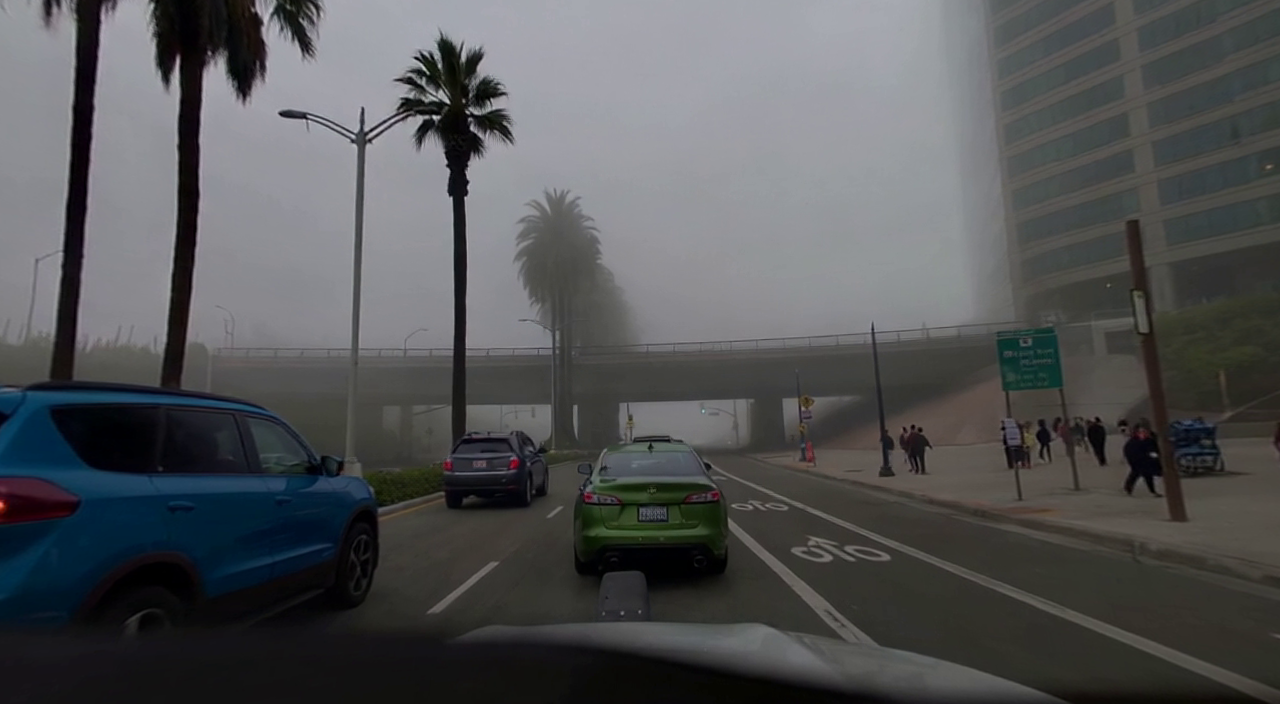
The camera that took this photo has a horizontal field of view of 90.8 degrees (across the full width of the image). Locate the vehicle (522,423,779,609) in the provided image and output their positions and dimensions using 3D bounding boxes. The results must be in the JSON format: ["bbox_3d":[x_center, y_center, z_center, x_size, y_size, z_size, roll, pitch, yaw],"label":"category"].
[{"bbox_3d":[0.053,1.614,7.152,2.036,1.461,4.129,0,-8,-1],"label":"vehicle"}]

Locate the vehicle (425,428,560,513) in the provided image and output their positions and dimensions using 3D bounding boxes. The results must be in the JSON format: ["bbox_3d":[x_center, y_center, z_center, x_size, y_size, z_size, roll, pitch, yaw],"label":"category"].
[{"bbox_3d":[-3.135,2.609,14.385,1.955,1.637,4.032,0,-8,2],"label":"vehicle"}]

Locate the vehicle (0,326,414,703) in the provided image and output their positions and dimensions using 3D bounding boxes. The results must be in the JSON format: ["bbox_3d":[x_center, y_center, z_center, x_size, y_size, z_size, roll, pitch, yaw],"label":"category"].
[{"bbox_3d":[-3.266,1.036,3.940,2.014,1.740,4.359,0,-8,1],"label":"vehicle"}]
